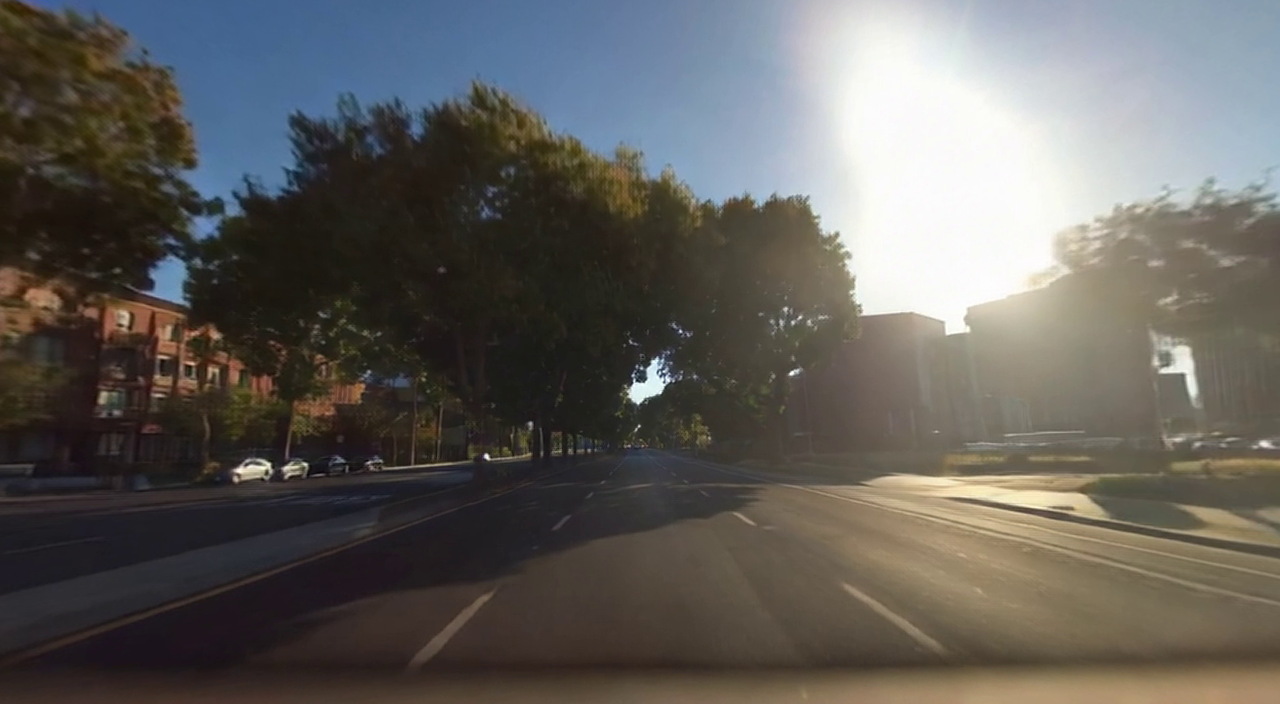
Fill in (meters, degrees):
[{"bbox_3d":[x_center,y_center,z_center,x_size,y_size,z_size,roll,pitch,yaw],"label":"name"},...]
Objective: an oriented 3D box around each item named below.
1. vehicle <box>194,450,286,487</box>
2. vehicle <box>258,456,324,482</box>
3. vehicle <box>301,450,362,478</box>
[{"bbox_3d":[-21.963,6.376,34.979,1.922,1.821,4.729,0,-8,1],"label":"vehicle"},{"bbox_3d":[-22.022,7.355,40.078,1.897,1.462,4.278,0,-8,-2],"label":"vehicle"},{"bbox_3d":[-22.222,8.061,45.721,2.043,1.816,4.776,0,-8,-1],"label":"vehicle"}]
